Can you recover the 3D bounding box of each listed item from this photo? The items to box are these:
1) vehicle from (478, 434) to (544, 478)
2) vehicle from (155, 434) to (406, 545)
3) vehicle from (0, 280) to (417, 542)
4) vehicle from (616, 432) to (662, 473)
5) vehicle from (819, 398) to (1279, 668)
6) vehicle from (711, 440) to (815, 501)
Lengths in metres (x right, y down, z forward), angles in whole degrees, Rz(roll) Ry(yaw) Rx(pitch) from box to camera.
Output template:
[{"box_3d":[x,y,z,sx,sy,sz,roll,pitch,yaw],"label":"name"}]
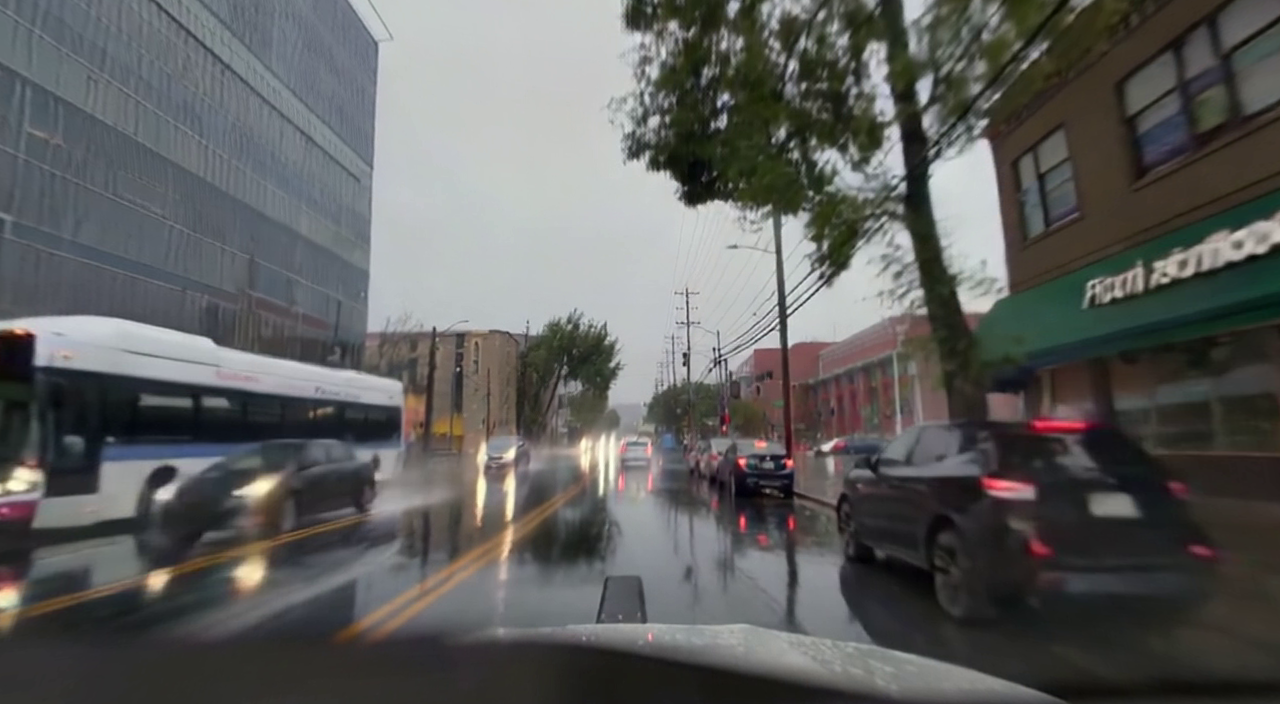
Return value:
[{"box_3d":[-5.592,4.563,27.893,2.050,1.763,4.119,0,-8,0],"label":"vehicle"},{"box_3d":[-5.963,2.287,11.238,1.954,1.581,4.197,0,-8,0],"label":"vehicle"},{"box_3d":[-9.432,1.798,15.298,3.022,3.627,13.129,-1,-9,1],"label":"vehicle"},{"box_3d":[0.001,4.970,31.528,2.127,1.893,4.194,0,-8,1],"label":"vehicle"},{"box_3d":[3.240,1.394,5.952,1.878,1.621,4.135,0,-8,0],"label":"vehicle"},{"box_3d":[3.288,3.258,17.846,2.018,1.474,4.524,0,-8,0],"label":"vehicle"}]
